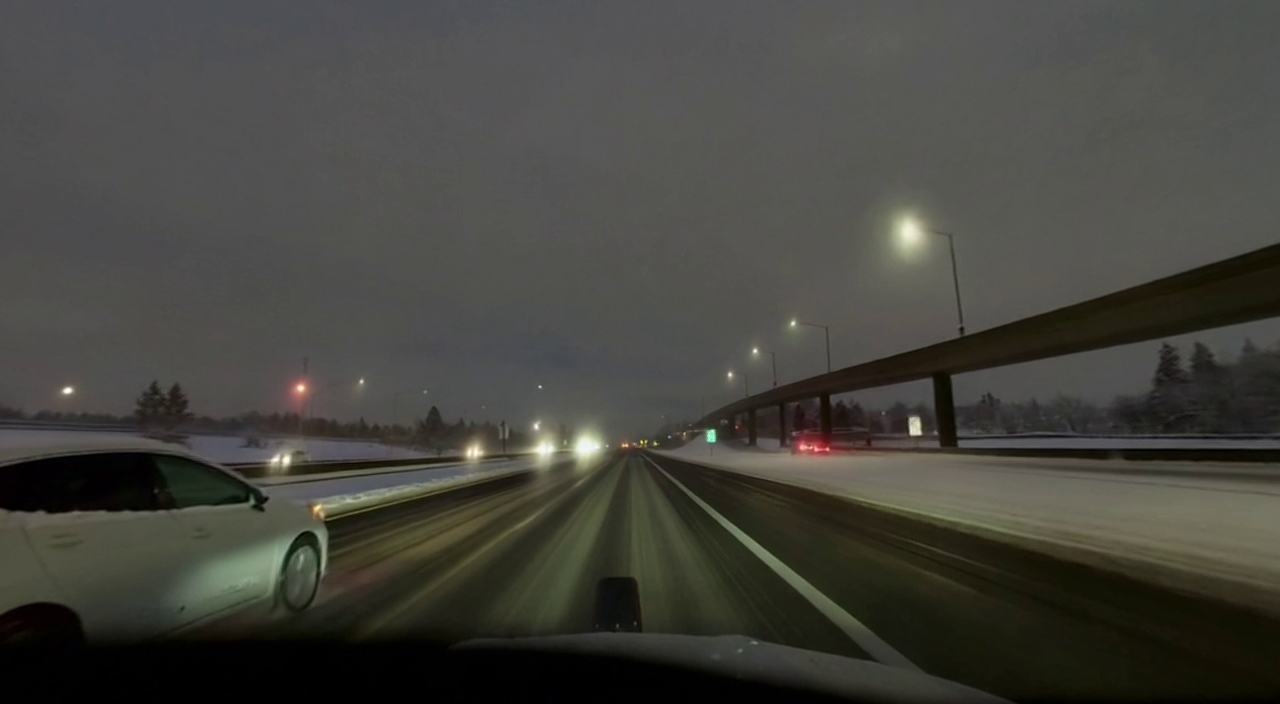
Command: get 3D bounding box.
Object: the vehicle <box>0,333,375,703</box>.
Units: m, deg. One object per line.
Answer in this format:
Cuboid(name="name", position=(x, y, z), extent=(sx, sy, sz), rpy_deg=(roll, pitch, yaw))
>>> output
Cuboid(name="vehicle", position=(-3.385, 0.947, 3.267), extent=(2.178, 1.699, 4.321), rpy_deg=(0, -8, -1))
